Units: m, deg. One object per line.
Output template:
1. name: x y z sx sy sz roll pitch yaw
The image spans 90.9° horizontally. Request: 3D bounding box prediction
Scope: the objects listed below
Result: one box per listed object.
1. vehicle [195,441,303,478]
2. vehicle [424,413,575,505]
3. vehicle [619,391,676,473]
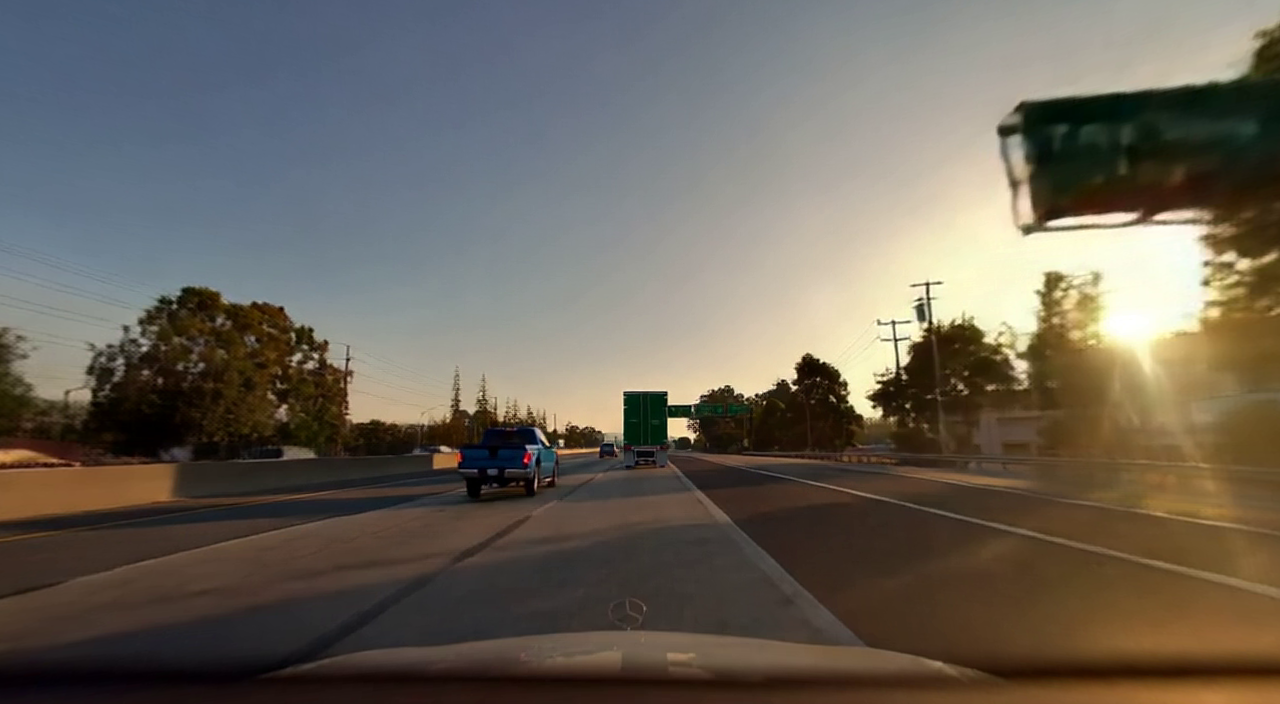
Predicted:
1. vehicle: -18.074 4.956 29.480 1.957 1.561 4.797 0 -8 1
2. vehicle: -3.673 3.008 18.235 2.749 2.141 6.515 0 -8 1
3. vehicle: 0.473 4.961 38.320 2.879 4.085 13.125 0 -8 1
